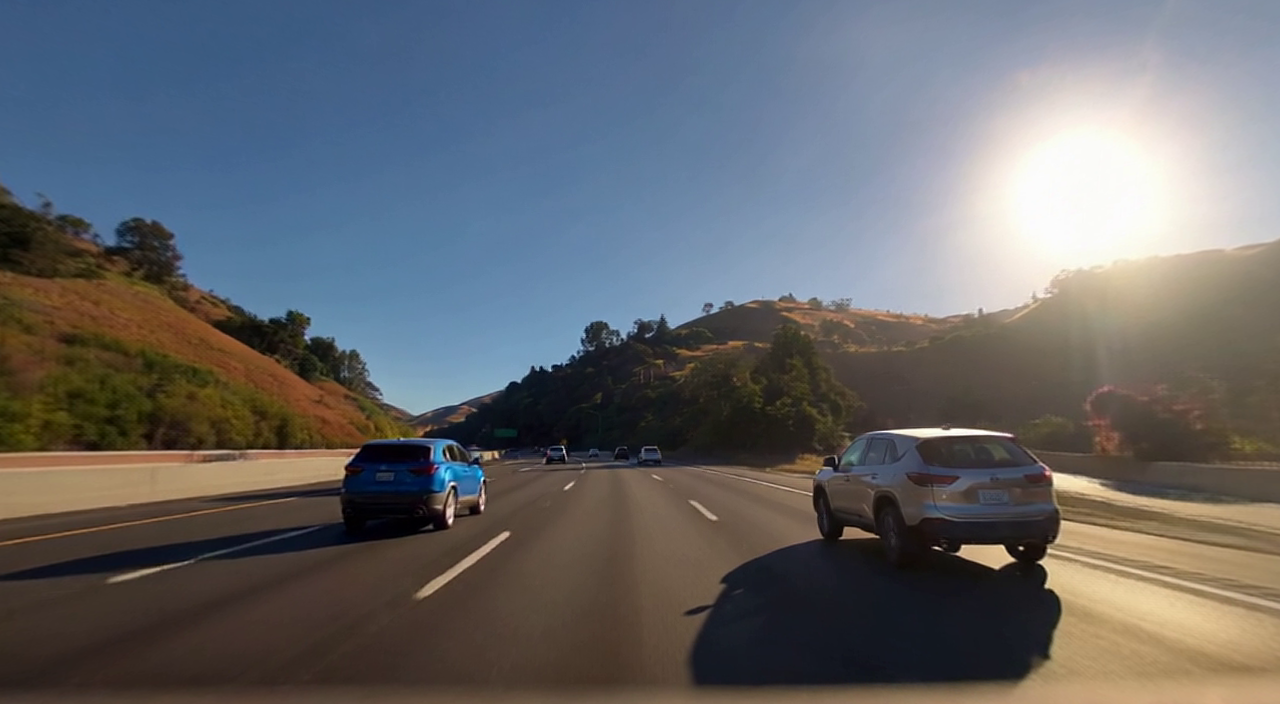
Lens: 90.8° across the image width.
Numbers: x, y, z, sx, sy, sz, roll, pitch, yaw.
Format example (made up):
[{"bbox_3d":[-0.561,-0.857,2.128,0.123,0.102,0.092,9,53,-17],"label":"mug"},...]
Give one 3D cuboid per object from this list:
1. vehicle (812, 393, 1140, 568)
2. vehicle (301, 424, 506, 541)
[{"bbox_3d":[4.376,1.779,9.445,2.103,1.903,4.837,0,-9,-2],"label":"vehicle"},{"bbox_3d":[-4.116,2.351,12.058,2.213,1.766,4.598,0,-9,-1],"label":"vehicle"}]
